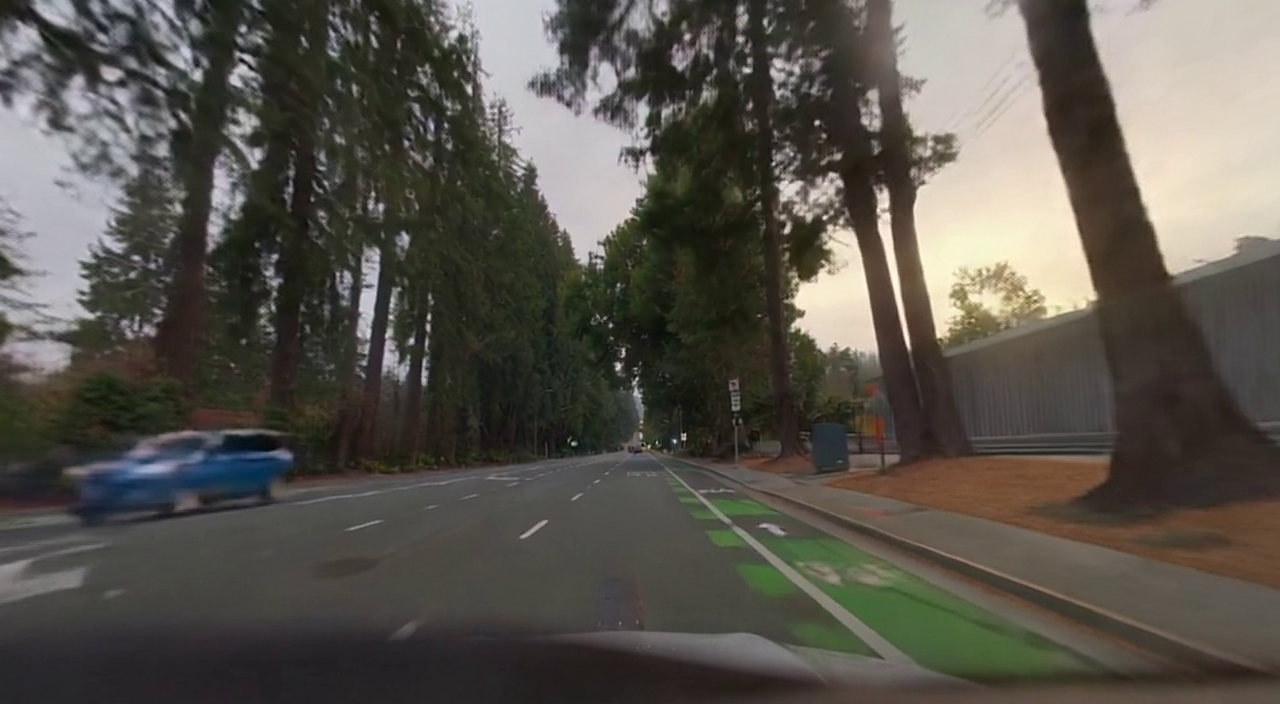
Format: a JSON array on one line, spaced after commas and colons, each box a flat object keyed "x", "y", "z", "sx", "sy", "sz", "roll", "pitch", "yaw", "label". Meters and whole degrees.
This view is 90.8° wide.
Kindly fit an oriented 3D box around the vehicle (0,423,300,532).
[{"x": -9.487, "y": 2.428, "z": 12.856, "sx": 2.248, "sy": 1.761, "sz": 4.918, "roll": 0, "pitch": -9, "yaw": 1, "label": "vehicle"}]
